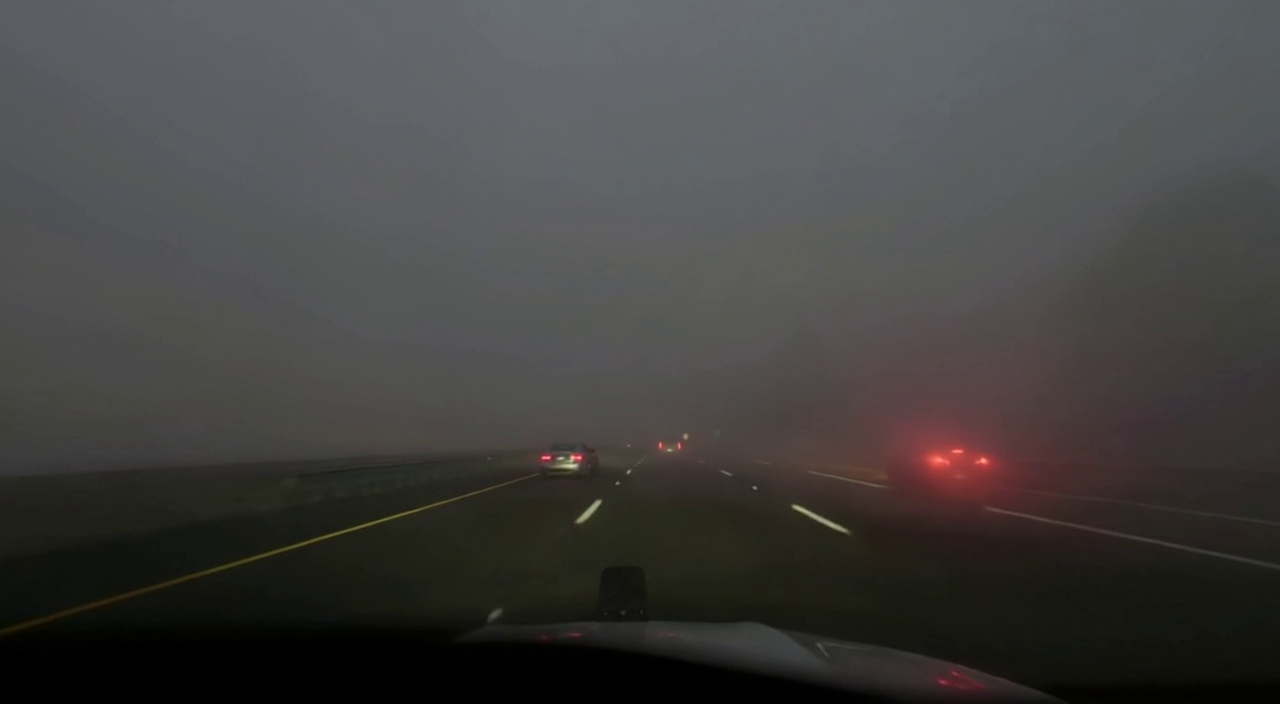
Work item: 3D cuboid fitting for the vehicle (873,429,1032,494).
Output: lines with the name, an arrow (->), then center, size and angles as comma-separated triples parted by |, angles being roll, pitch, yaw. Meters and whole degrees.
vehicle -> 8.314, 2.957, 17.373 | 1.870, 1.493, 5.015 | 0, -8, 1

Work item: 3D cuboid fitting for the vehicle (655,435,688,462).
vehicle -> 2.064, 6.470, 42.107 | 2.063, 1.698, 4.355 | 0, -8, 2

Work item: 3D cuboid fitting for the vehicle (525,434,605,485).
vehicle -> -2.433, 3.643, 21.509 | 2.050, 1.546, 4.344 | -1, -8, 2
